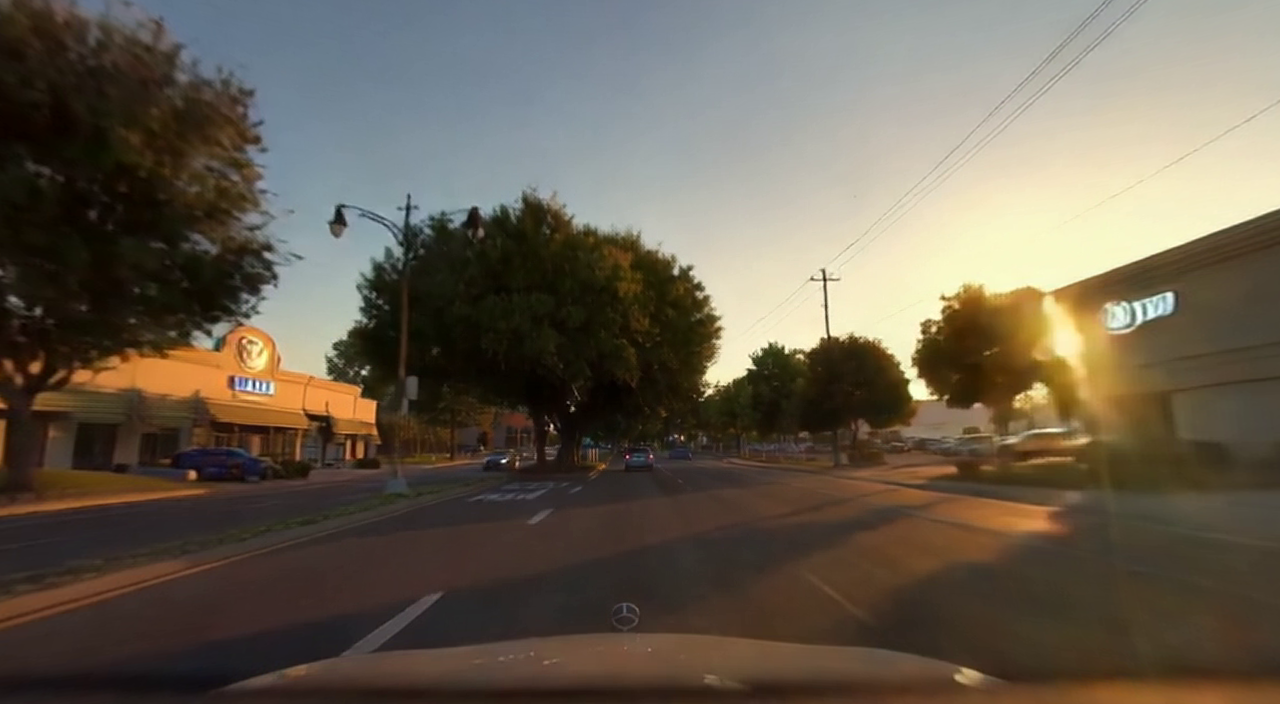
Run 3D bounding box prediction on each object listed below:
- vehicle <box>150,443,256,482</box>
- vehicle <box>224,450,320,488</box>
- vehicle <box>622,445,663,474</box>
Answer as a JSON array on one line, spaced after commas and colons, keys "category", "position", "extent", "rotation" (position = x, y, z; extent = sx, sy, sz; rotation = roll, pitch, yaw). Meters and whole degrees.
[{"category": "vehicle", "position": [-24.124, 6.087, 35.054], "extent": [2.146, 1.939, 5.462], "rotation": [1, -8, -2]}, {"category": "vehicle", "position": [-19.422, 6.166, 33.565], "extent": [2.072, 1.804, 5.136], "rotation": [0, -8, -1]}, {"category": "vehicle", "position": [0.070, 5.701, 33.716], "extent": [1.998, 1.452, 3.773], "rotation": [0, -8, -2]}]
